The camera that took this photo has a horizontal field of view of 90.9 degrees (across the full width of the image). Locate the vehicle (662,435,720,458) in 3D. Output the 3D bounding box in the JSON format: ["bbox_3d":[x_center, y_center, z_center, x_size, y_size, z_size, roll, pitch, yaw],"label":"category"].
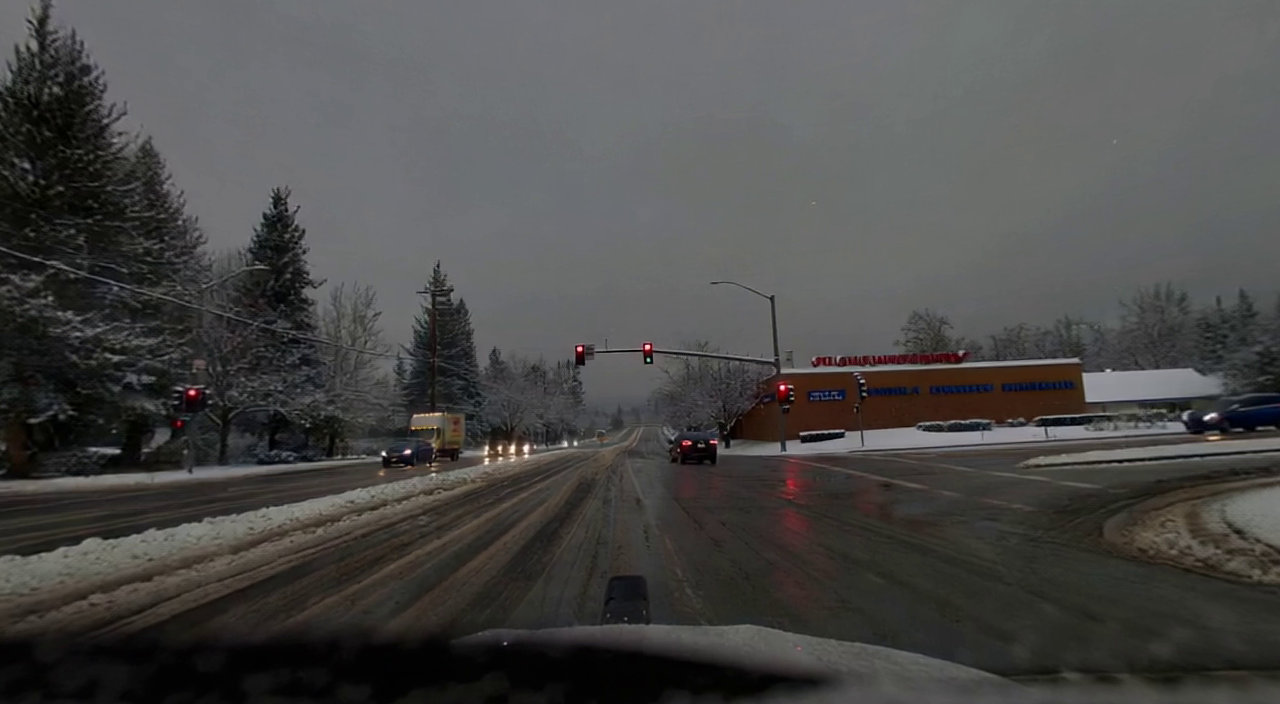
[{"bbox_3d":[3.326,6.287,41.839,1.884,1.419,4.448,4,-9,-25],"label":"vehicle"}]

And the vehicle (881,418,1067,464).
[{"bbox_3d":[10.782,2.920,20.664,4.994,1.416,1.783,-1,-8,5],"label":"vehicle"}]

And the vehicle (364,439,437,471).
[{"bbox_3d":[-12.123,5.230,32.228,1.996,1.489,4.566,0,-8,-1],"label":"vehicle"}]

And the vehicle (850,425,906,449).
[{"bbox_3d":[17.376,6.229,46.148,3.329,1.415,1.821,-6,-9,2],"label":"vehicle"}]

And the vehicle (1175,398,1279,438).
[{"bbox_3d":[27.292,2.999,28.318,4.566,1.670,2.000,0,-8,0],"label":"vehicle"}]

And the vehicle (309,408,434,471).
[{"bbox_3d":[-16.704,5.652,40.473,3.161,3.455,11.058,0,-8,0],"label":"vehicle"}]

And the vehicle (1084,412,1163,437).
[{"bbox_3d":[31.349,4.763,41.002,1.823,1.480,4.003,0,-8,-3],"label":"vehicle"}]
